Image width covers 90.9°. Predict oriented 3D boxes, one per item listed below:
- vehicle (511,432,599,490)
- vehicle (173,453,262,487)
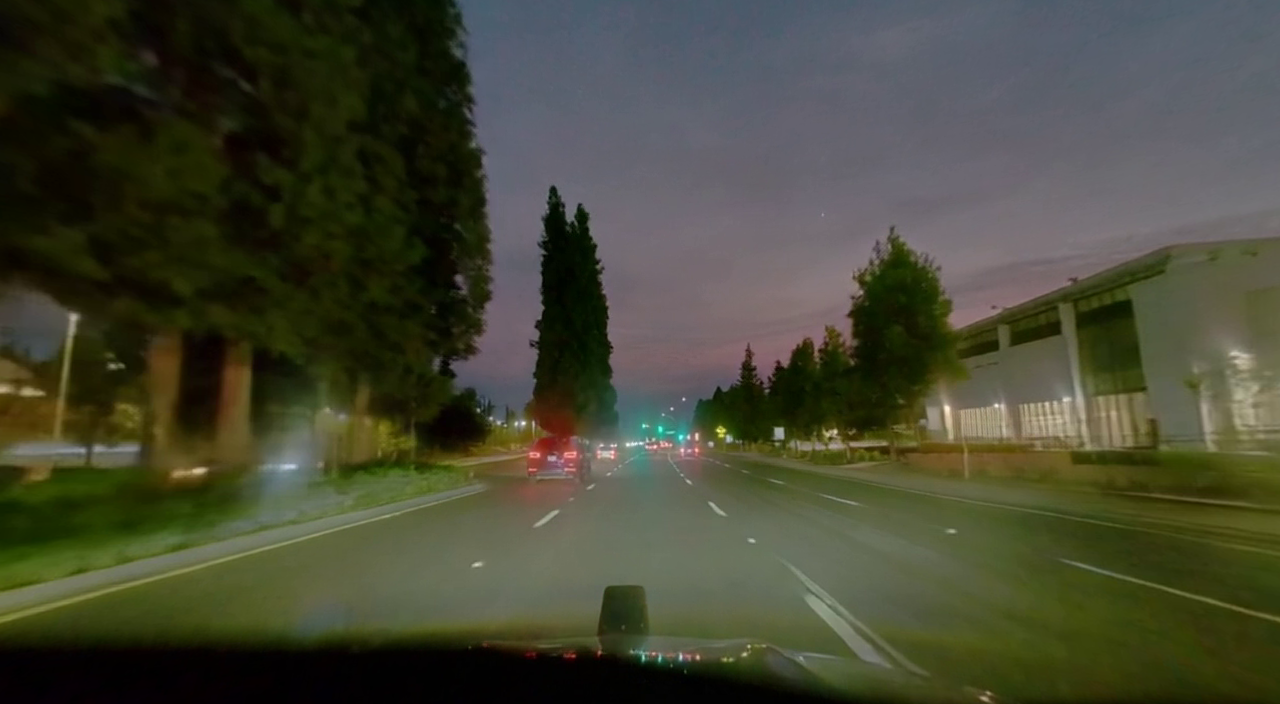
[{"bbox_3d":[-2.612,3.490,20.597,2.121,1.656,4.559,0,-8,2],"label":"vehicle"},{"bbox_3d":[-23.754,6.621,35.664,1.921,1.751,4.514,0,-8,-1],"label":"vehicle"}]
